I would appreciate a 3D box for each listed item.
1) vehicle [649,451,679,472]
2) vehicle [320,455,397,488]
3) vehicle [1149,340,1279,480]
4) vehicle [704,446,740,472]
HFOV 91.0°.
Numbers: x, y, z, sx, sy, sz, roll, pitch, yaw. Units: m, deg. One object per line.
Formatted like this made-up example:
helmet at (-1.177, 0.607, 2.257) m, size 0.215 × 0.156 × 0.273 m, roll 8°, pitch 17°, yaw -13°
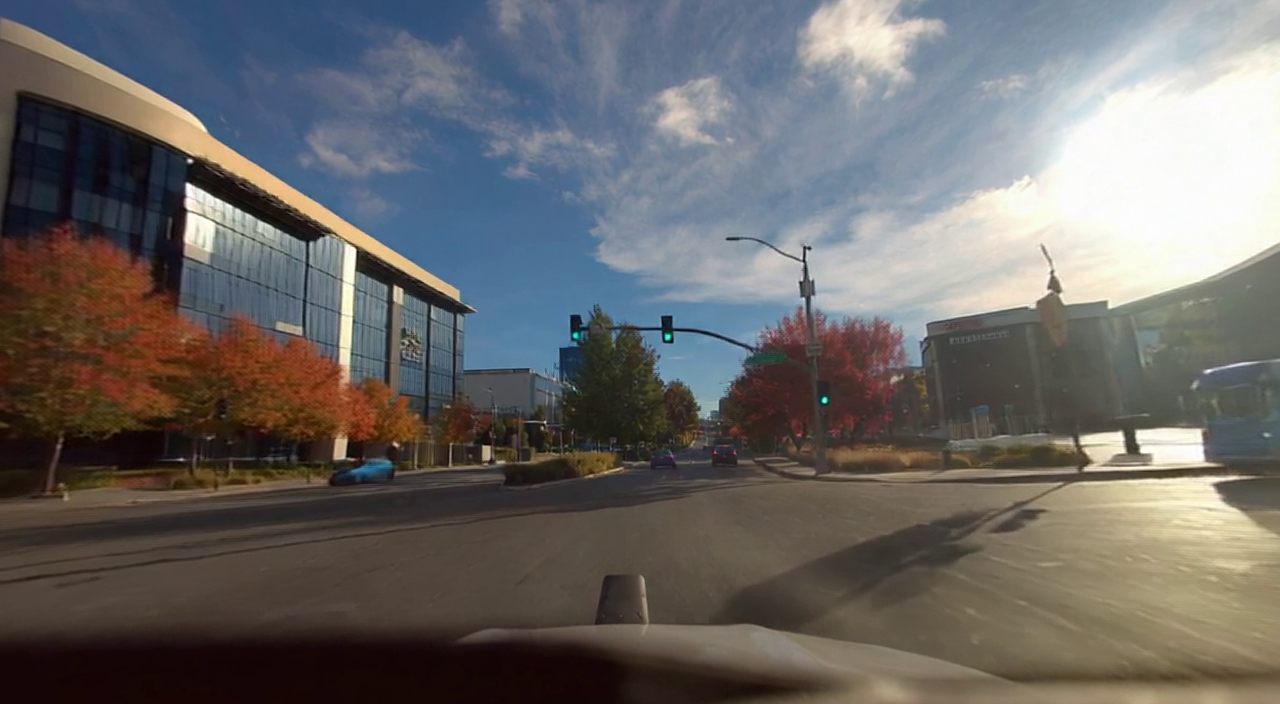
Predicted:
vehicle at (1.858, 8.359, 48.325) m, size 2.014 × 1.525 × 4.197 m, roll -1°, pitch -9°, yaw 6°
vehicle at (-14.640, 6.226, 33.005) m, size 1.904 × 1.582 × 4.111 m, roll -1°, pitch -9°, yaw 4°
vehicle at (20.937, 1.632, 17.044) m, size 10.893 × 3.534 × 3.195 m, roll -1°, pitch -9°, yaw 4°
vehicle at (5.748, 7.553, 44.666) m, size 2.174 × 1.749 × 4.739 m, roll 0°, pitch -9°, yaw 3°
